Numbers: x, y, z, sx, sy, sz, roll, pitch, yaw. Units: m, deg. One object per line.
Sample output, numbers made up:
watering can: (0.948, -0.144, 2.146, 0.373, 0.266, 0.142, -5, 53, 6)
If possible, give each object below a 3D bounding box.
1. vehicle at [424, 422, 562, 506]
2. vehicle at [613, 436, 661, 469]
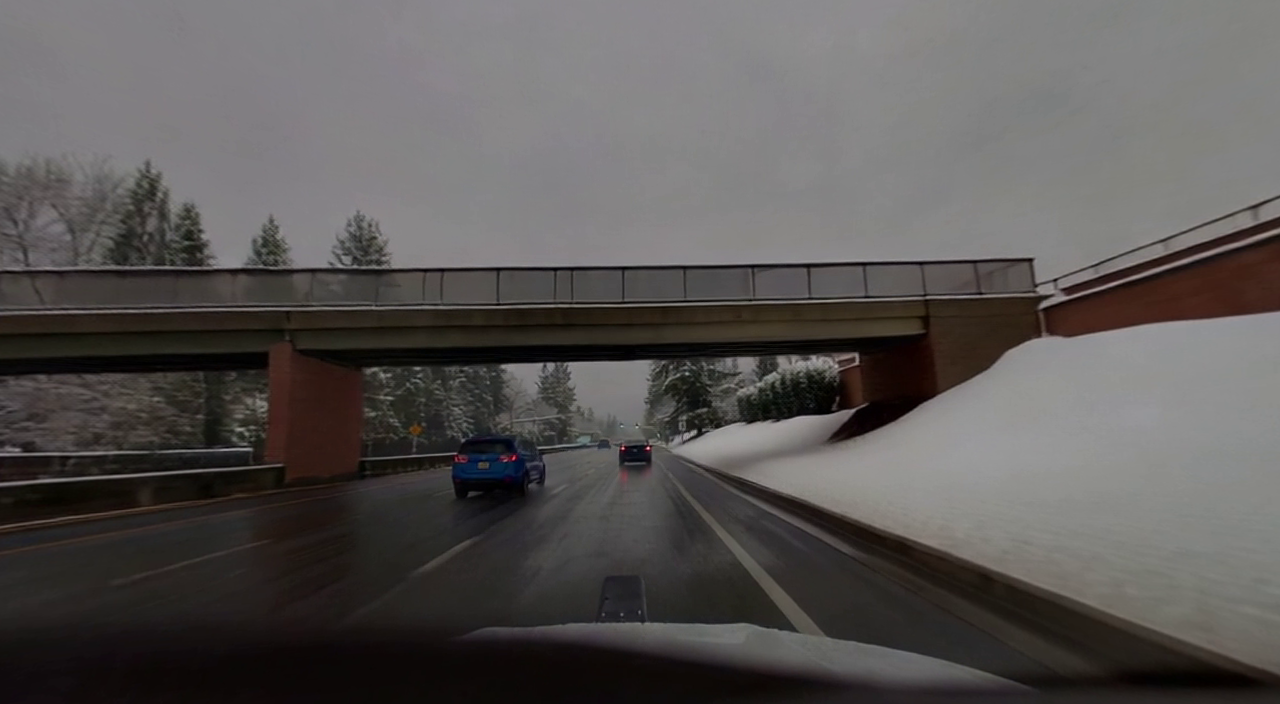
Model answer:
vehicle: (-3.432, 2.729, 15.847, 2.223, 1.771, 4.581, 0, -8, 2)
vehicle: (-0.142, 4.955, 31.257, 2.205, 1.509, 4.272, 0, -8, -1)
